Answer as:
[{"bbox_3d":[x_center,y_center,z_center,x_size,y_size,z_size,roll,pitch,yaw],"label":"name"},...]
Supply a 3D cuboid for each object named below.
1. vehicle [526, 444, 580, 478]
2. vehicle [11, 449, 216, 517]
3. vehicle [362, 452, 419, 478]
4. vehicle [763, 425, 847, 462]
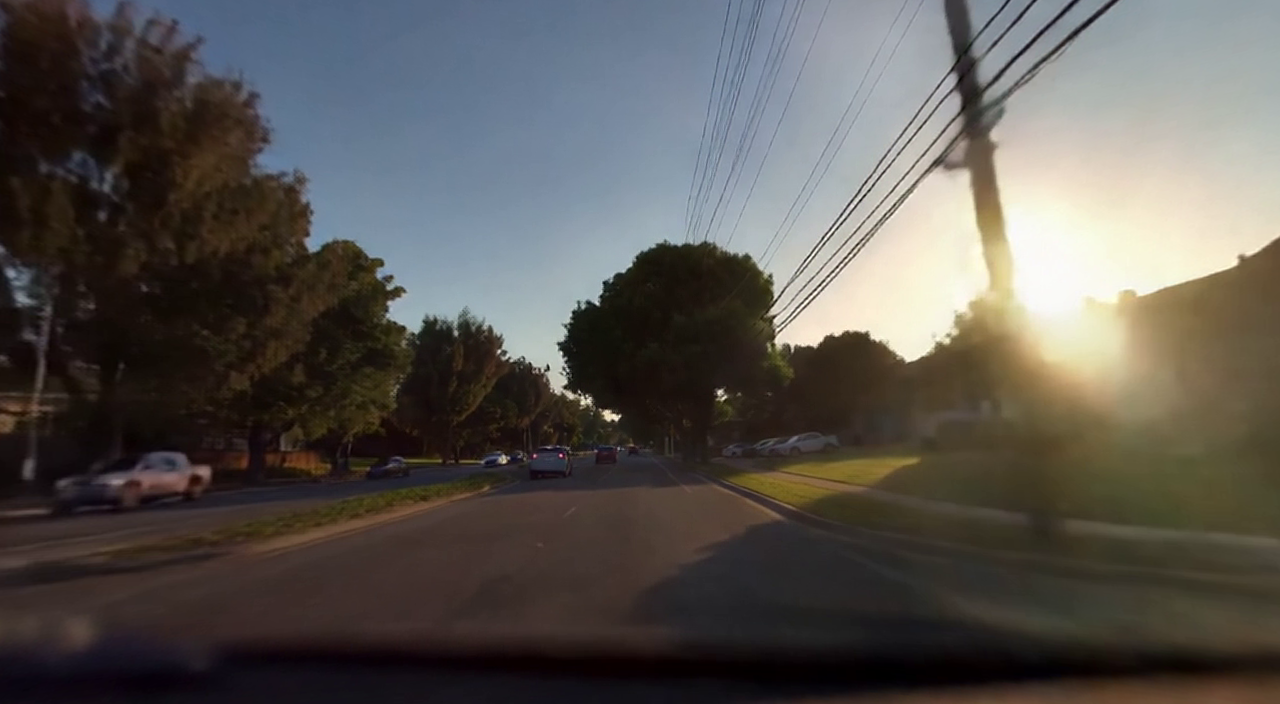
[{"bbox_3d":[-4.112,5.223,30.559,2.084,1.466,4.522,1,-9,-2],"label":"vehicle"},{"bbox_3d":[-14.731,3.639,18.095,1.948,1.632,4.579,1,-9,-2],"label":"vehicle"},{"bbox_3d":[-16.163,7.310,41.046,1.890,1.490,4.494,1,-9,0],"label":"vehicle"},{"bbox_3d":[10.653,5.972,40.967,4.610,1.853,2.265,-6,-9,-4],"label":"vehicle"}]
